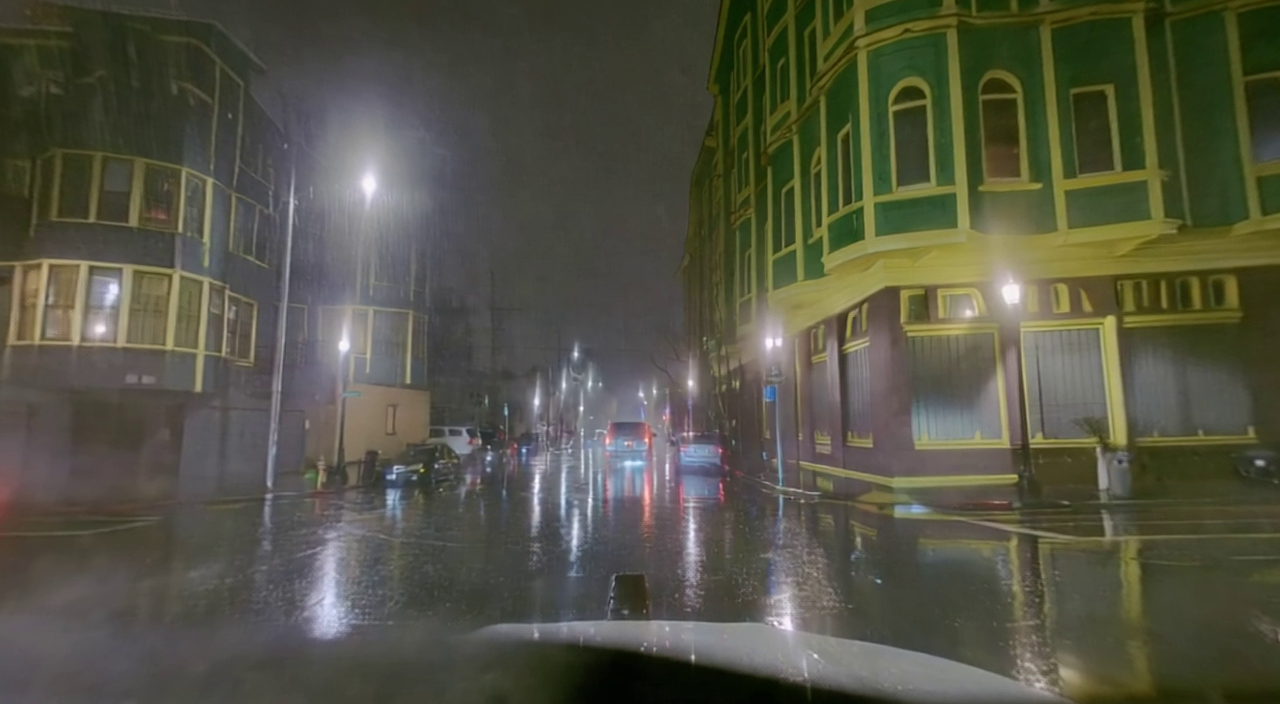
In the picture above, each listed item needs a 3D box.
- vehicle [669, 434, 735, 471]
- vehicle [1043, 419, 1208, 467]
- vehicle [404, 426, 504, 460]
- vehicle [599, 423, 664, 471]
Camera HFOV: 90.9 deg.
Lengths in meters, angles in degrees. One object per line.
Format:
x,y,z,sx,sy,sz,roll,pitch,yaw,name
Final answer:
2.541,4.298,27.056,2.290,1.456,4.503,0,-8,-1,vehicle
15.389,2.920,20.138,3.752,1.453,1.709,0,-9,2,vehicle
-11.439,5.596,38.868,5.540,1.950,2.113,4,-12,-28,vehicle
-0.477,4.048,26.958,2.412,1.834,4.636,1,-9,-5,vehicle
